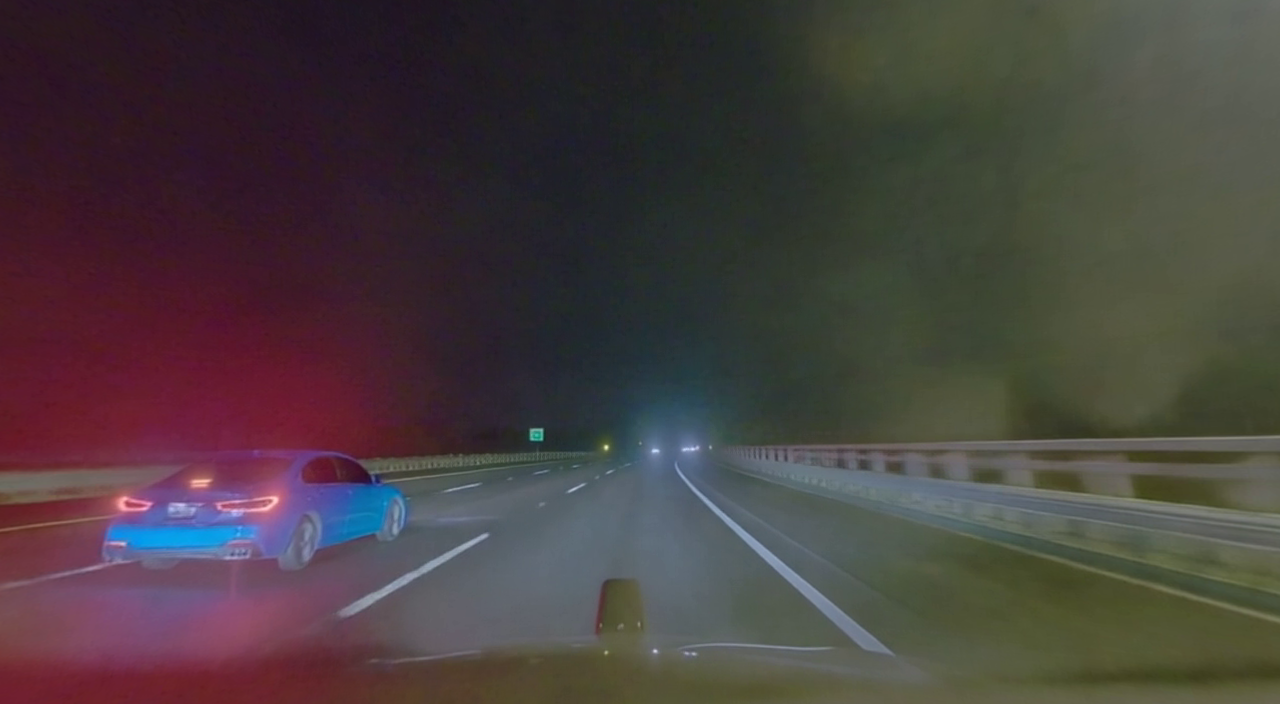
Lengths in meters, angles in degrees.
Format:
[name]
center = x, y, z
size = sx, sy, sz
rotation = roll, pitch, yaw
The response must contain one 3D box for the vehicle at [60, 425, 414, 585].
[vehicle]
center = -4.546, 1.749, 7.971
size = 1.928, 1.504, 3.745
rotation = 0, -9, 1
